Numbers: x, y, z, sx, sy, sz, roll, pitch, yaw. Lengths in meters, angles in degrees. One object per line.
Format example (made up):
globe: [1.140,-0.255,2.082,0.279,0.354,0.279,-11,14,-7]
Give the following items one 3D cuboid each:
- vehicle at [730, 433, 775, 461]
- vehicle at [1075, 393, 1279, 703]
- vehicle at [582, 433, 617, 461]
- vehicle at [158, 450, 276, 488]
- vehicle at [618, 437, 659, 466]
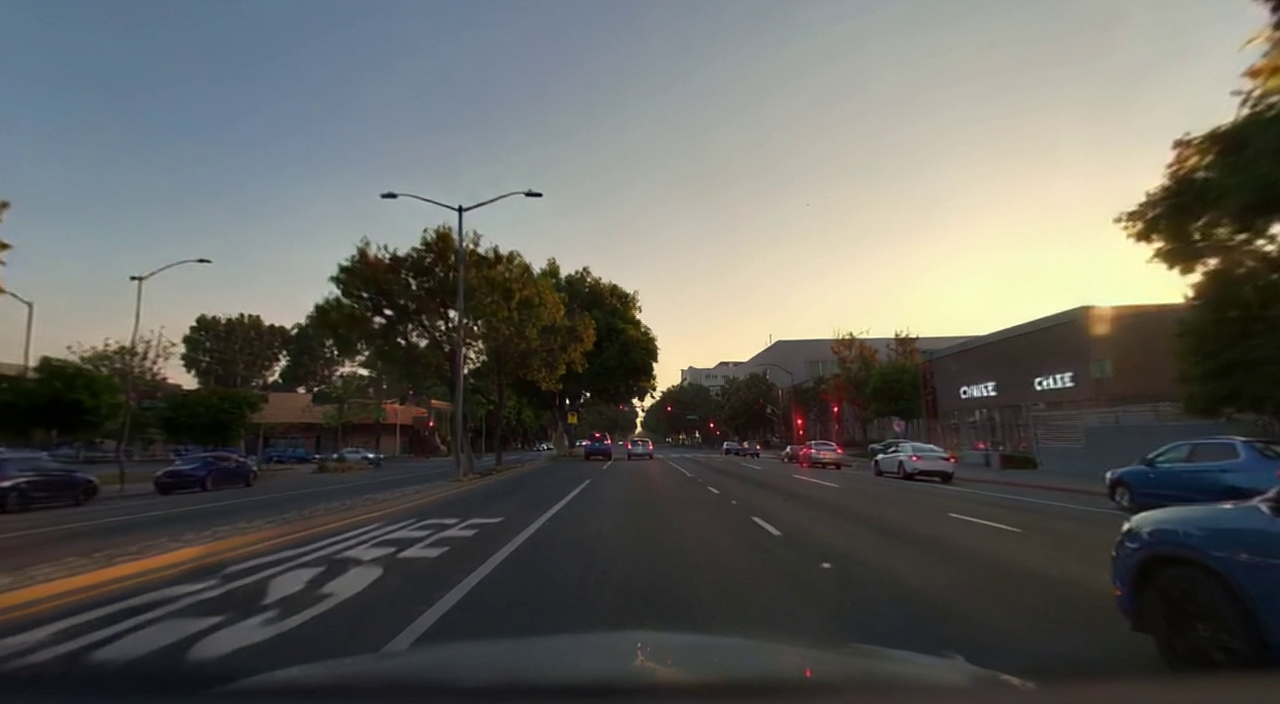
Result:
vehicle: [7.402,6.329,41.985,2.068,1.731,4.752,0,-8,-1]
vehicle: [3.733,0.775,1.764,1.861,1.473,4.393,0,-8,-1]
vehicle: [-2.756,6.594,43.959,2.064,1.825,4.760,0,-8,1]
vehicle: [-18.089,4.995,27.323,1.865,1.460,4.693,0,-8,0]
vehicle: [-0.080,5.368,34.198,2.097,1.480,4.006,0,-8,0]
